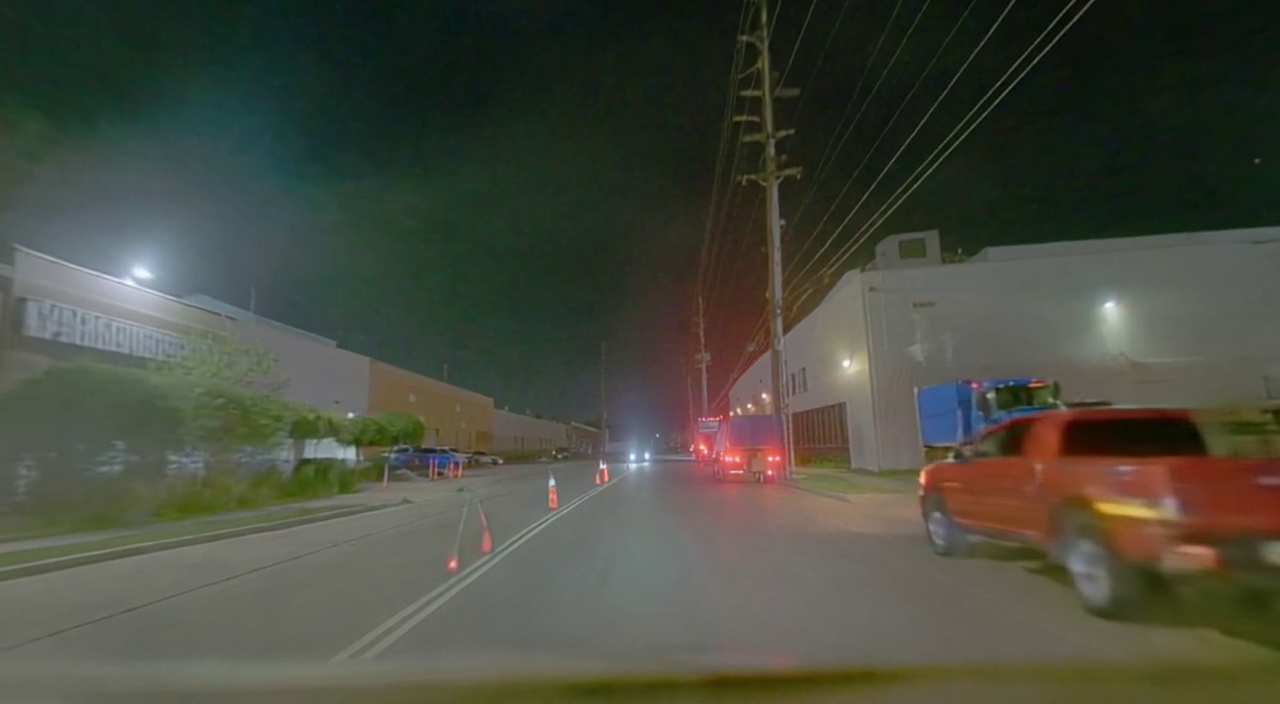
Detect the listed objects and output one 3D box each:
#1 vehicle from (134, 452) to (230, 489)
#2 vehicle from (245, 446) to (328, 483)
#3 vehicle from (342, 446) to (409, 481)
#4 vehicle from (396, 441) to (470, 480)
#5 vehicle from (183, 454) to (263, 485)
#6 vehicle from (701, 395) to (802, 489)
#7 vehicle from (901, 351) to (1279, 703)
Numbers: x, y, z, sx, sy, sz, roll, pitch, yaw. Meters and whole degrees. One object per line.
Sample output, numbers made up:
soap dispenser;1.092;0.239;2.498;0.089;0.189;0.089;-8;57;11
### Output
vehicle;-25.128;6.489;34.905;2.092;1.806;4.601;0;-9;-5
vehicle;-19.797;6.283;35.703;2.026;1.885;4.932;0;-8;-3
vehicle;-14.659;6.167;35.266;1.971;1.789;4.360;0;-8;-2
vehicle;-11.671;6.111;36.049;2.287;1.975;5.511;-1;-8;1
vehicle;-22.546;6.358;34.341;1.833;1.454;3.782;0;-8;-1
vehicle;4.318;3.741;26.271;2.871;3.301;7.433;0;-8;1
vehicle;4.185;1.208;5.277;1.963;1.803;4.708;0;-8;0
